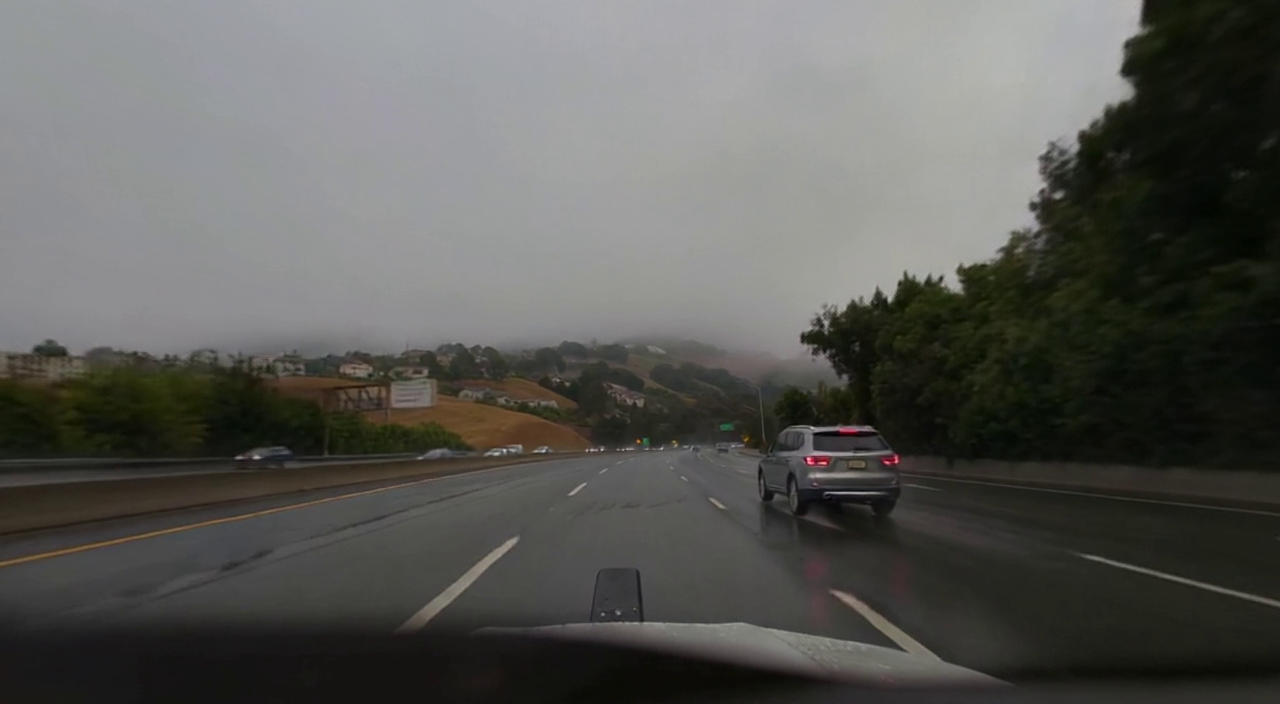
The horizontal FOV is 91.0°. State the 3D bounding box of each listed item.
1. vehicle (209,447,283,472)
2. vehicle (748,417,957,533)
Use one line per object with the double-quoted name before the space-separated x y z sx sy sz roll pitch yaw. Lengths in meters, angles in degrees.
"vehicle" -28.051 7.624 45.009 2.026 1.649 4.651 -1 -9 5
"vehicle" 3.677 2.245 12.061 2.318 1.766 4.587 0 -9 -1
